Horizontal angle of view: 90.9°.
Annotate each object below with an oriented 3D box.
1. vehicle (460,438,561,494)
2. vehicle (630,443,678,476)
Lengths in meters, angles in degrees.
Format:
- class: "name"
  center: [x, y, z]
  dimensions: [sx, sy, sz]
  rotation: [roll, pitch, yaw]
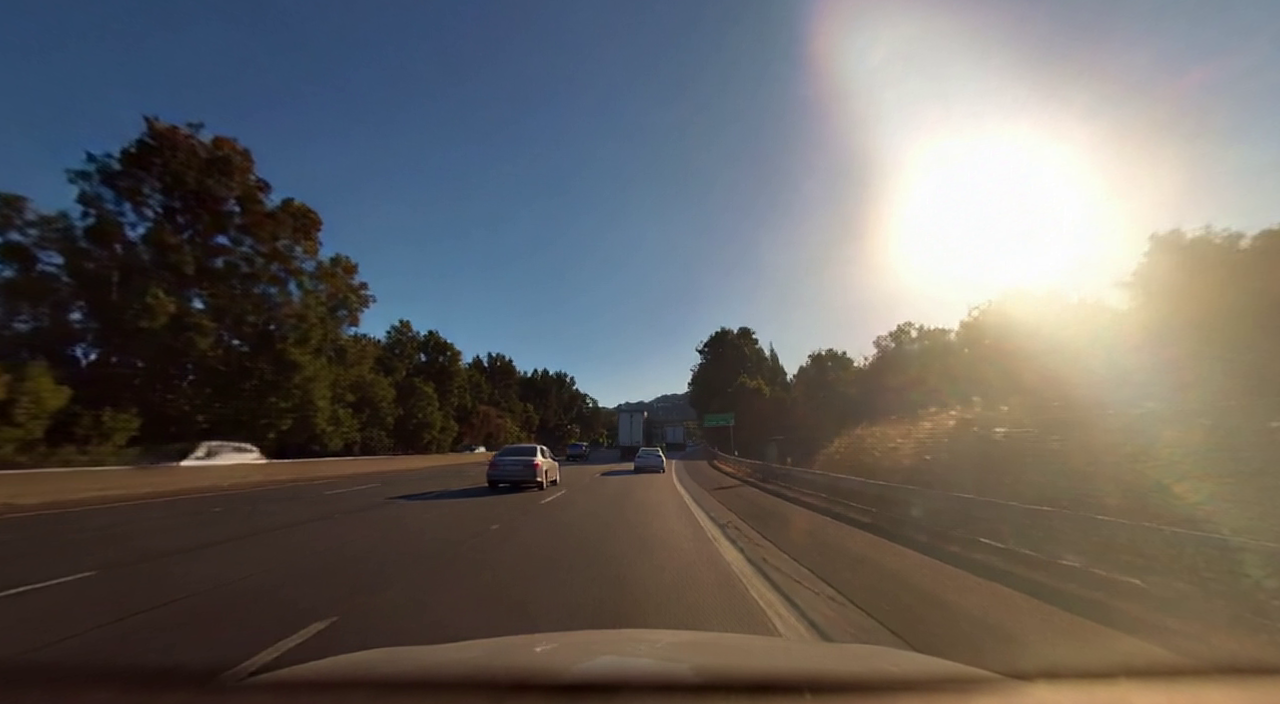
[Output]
- class: "vehicle"
  center: [-3.747, 3.389, 19.165]
  dimensions: [1.916, 1.486, 4.631]
  rotation: [0, -9, 2]
- class: "vehicle"
  center: [0.642, 4.708, 27.830]
  dimensions: [1.984, 1.365, 3.767]
  rotation: [0, -9, 2]
